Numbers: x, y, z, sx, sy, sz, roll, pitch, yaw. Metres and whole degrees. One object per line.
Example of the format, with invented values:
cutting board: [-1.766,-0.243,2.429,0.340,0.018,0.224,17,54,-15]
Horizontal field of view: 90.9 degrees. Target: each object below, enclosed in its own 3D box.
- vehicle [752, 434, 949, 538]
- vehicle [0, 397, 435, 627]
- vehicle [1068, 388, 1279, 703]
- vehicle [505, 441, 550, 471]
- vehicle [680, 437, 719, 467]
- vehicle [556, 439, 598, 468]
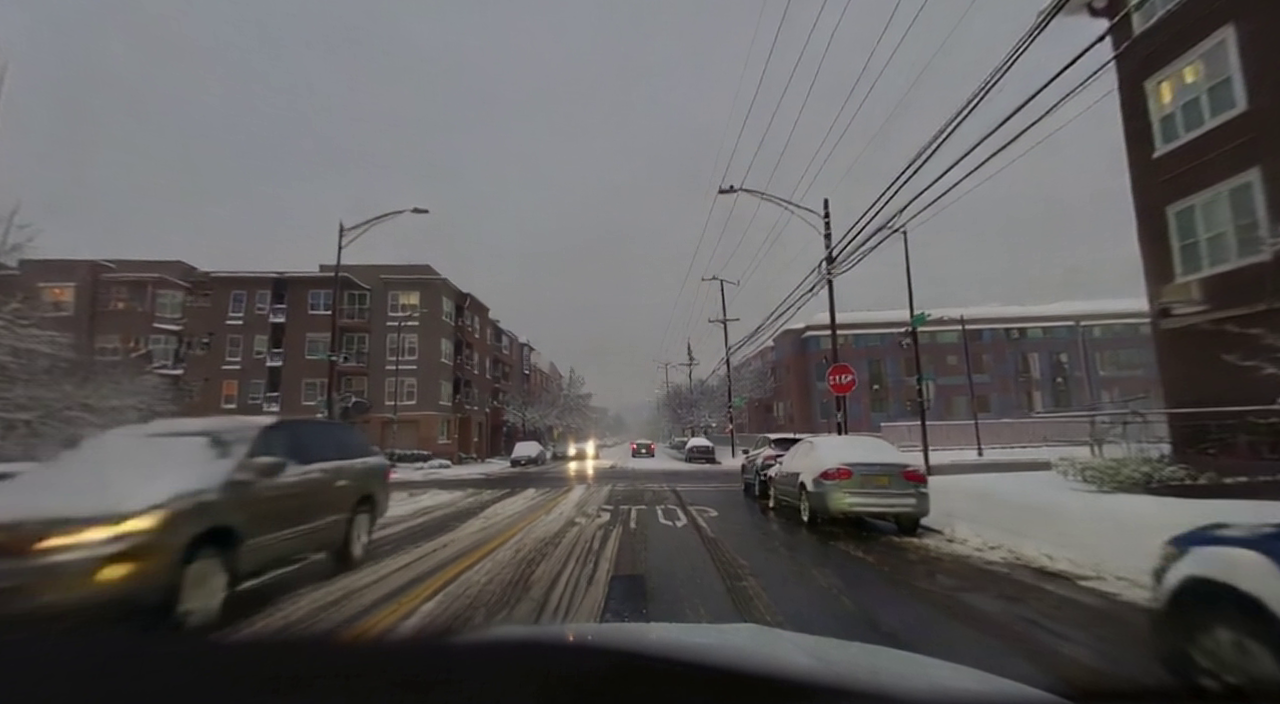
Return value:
vehicle: [3.518,2.315,11.614,1.888,1.495,4.567,0,-9,-2]
vehicle: [-4.405,1.601,7.323,2.452,1.778,4.634,0,-9,0]
vehicle: [3.651,0.787,1.368,2.040,1.637,4.734,0,-9,-1]
vehicle: [-7.511,6.963,42.521,2.140,1.874,4.475,0,-9,0]
vehicle: [3.884,6.646,42.057,2.164,1.721,4.416,-4,-9,1]
vehicle: [-4.128,6.792,42.339,2.201,1.801,4.750,-1,-9,2]
